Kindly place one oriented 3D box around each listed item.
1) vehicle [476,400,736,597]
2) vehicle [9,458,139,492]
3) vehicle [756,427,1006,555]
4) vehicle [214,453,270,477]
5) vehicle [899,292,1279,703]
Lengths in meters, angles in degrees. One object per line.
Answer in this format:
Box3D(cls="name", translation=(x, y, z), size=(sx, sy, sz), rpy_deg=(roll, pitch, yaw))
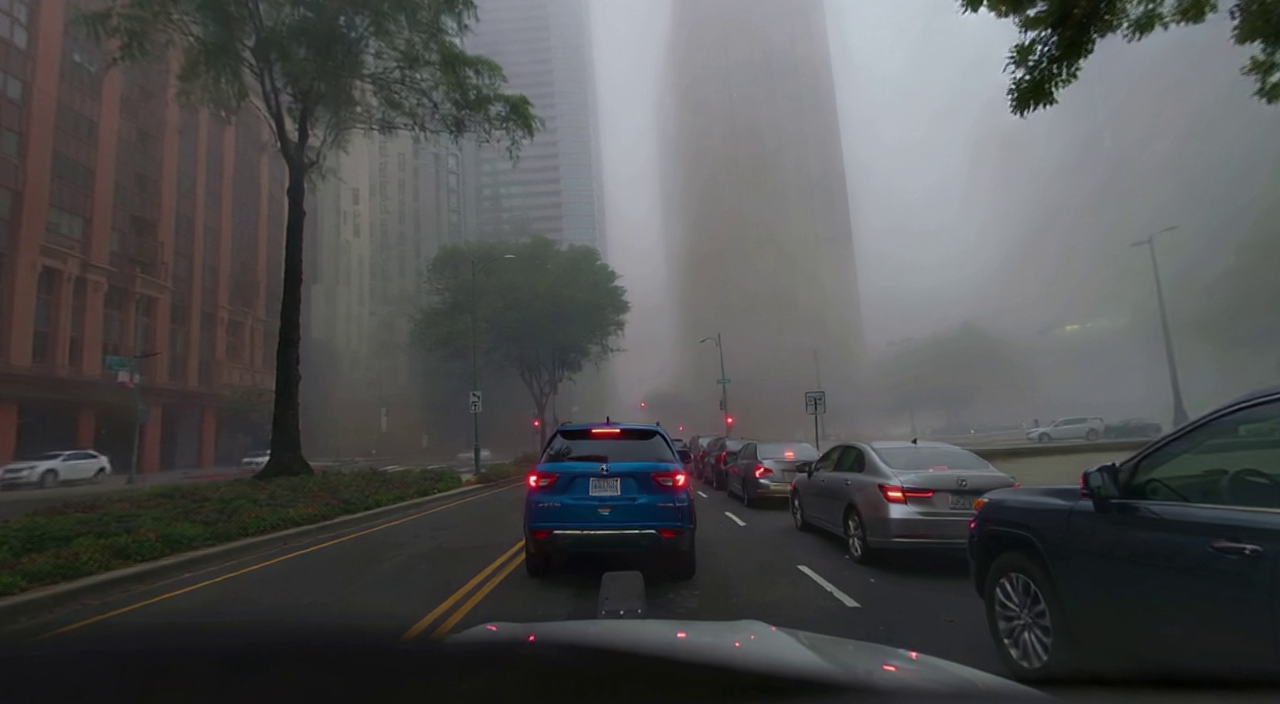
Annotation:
Box3D(cls="vehicle", translation=(-0.345, 1.581, 7.611), size=(2.249, 1.684, 4.084), rpy_deg=(0, -9, -2))
Box3D(cls="vehicle", translation=(-27.536, 5.948, 30.988), size=(1.967, 1.428, 4.832), rpy_deg=(0, -9, -1))
Box3D(cls="vehicle", translation=(3.270, 1.986, 9.811), size=(1.941, 1.482, 4.632), rpy_deg=(0, -9, -2))
Box3D(cls="vehicle", translation=(-26.908, 7.629, 42.874), size=(1.960, 1.459, 4.699), rpy_deg=(2, -9, -17))
Box3D(cls="vehicle", translation=(2.993, 0.749, 2.254), size=(2.063, 1.760, 4.664), rpy_deg=(0, -9, -1))
